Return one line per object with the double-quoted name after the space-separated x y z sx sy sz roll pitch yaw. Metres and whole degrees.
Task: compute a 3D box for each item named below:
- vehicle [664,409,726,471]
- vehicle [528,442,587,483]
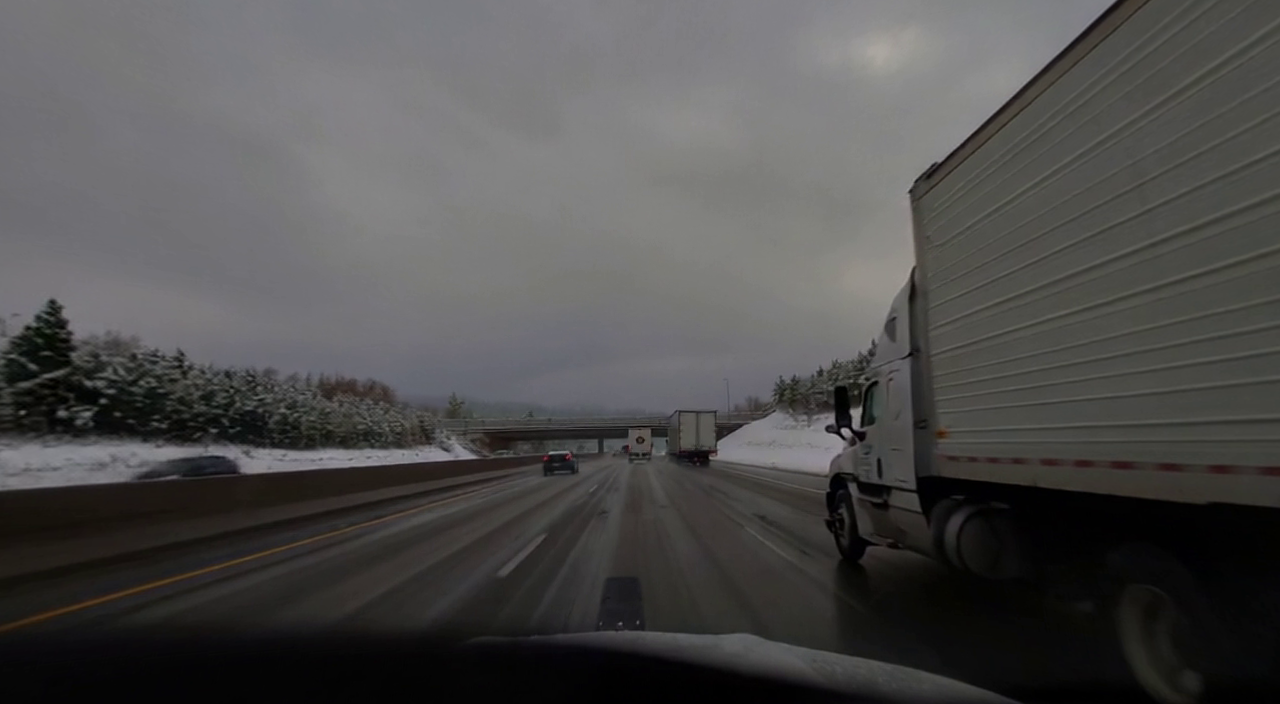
3.908 7.009 49.414 3.131 4.037 16.729 0 -9 -1 "vehicle"
-3.531 4.821 27.687 2.007 1.647 3.854 0 -9 1 "vehicle"
